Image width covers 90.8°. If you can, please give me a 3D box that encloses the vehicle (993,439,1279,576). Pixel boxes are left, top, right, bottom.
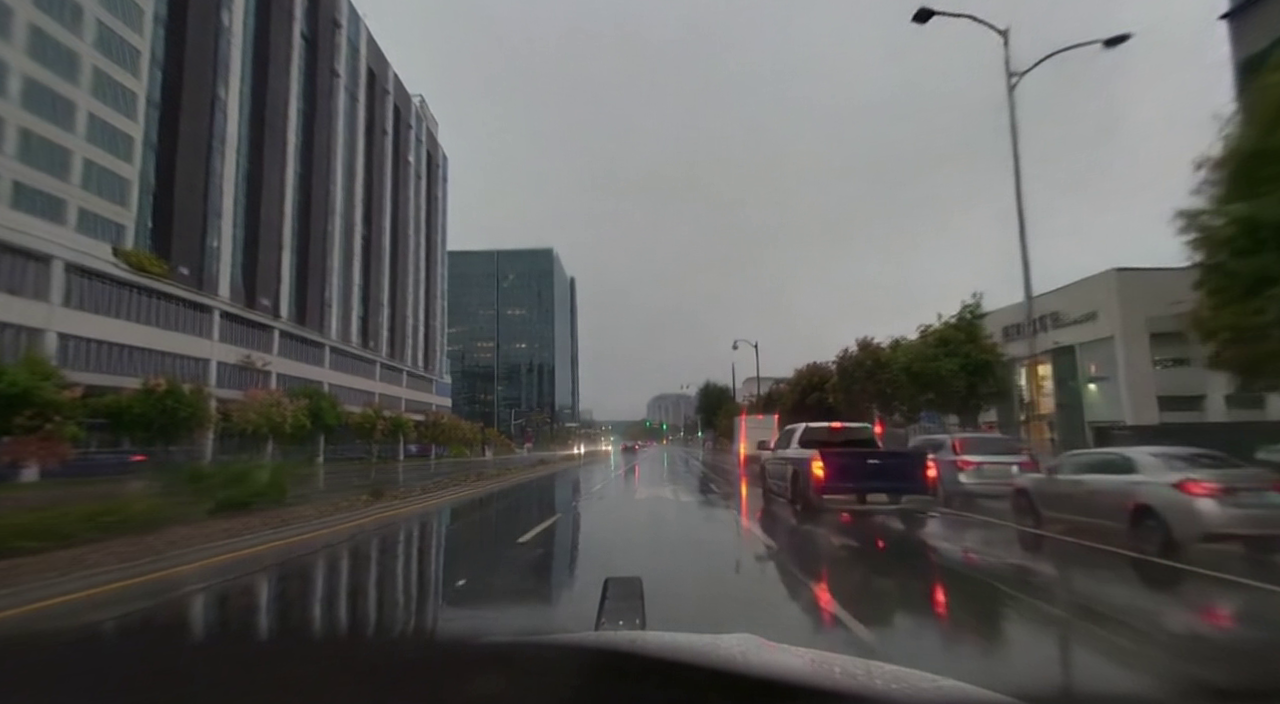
[{"bbox_3d":[7.154,1.998,9.006,1.795,1.459,4.333,0,-8,1],"label":"vehicle"}]

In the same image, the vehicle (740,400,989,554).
[{"bbox_3d":[3.013,1.829,9.971,2.130,1.787,5.126,0,-8,1],"label":"vehicle"}]
